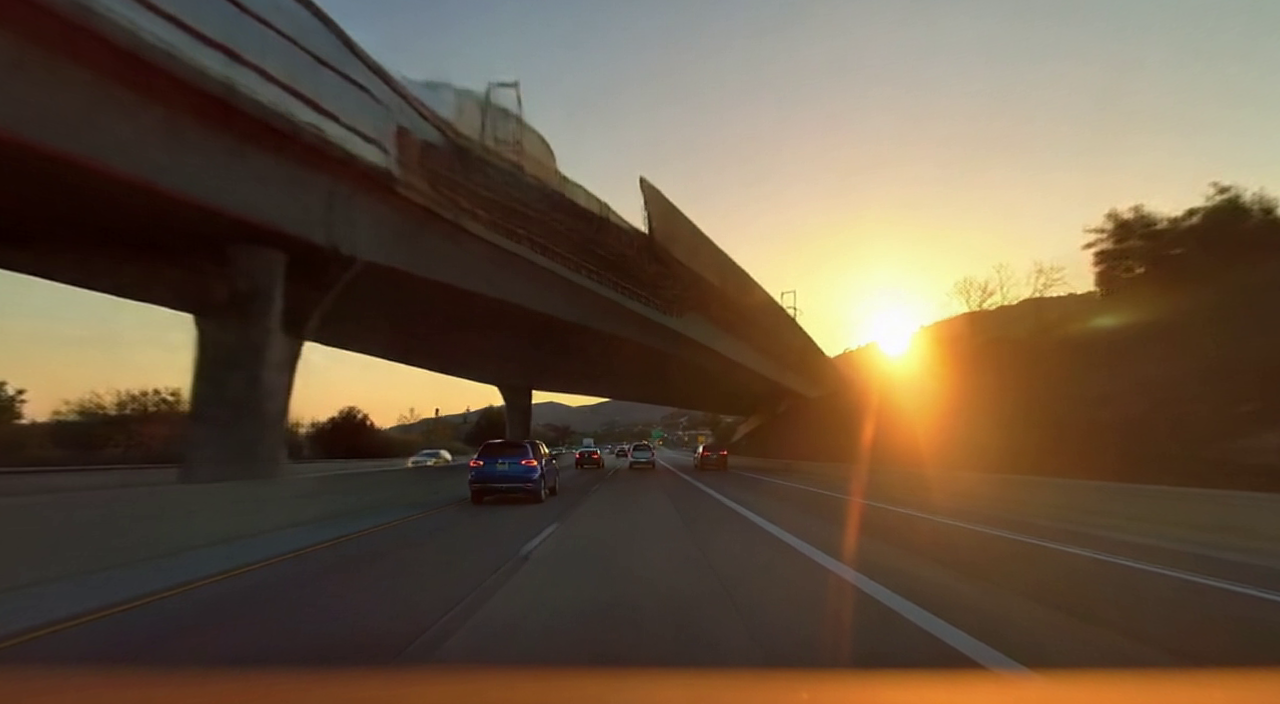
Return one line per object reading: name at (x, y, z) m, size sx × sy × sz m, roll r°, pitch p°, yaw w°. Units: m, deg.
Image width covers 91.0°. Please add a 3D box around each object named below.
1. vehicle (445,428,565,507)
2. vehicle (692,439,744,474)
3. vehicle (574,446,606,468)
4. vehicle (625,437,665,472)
vehicle at (-3.295, 2.945, 16.424) m, size 2.089 × 1.751 × 4.515 m, roll 0°, pitch -9°, yaw 0°
vehicle at (4.222, 5.771, 34.889) m, size 2.231 × 1.807 × 4.588 m, roll 0°, pitch -9°, yaw -1°
vehicle at (-3.559, 7.572, 45.517) m, size 1.994 × 1.475 × 4.171 m, roll 0°, pitch -9°, yaw 0°
vehicle at (0.262, 5.954, 36.663) m, size 2.155 × 1.909 × 4.529 m, roll 0°, pitch -9°, yaw 0°
